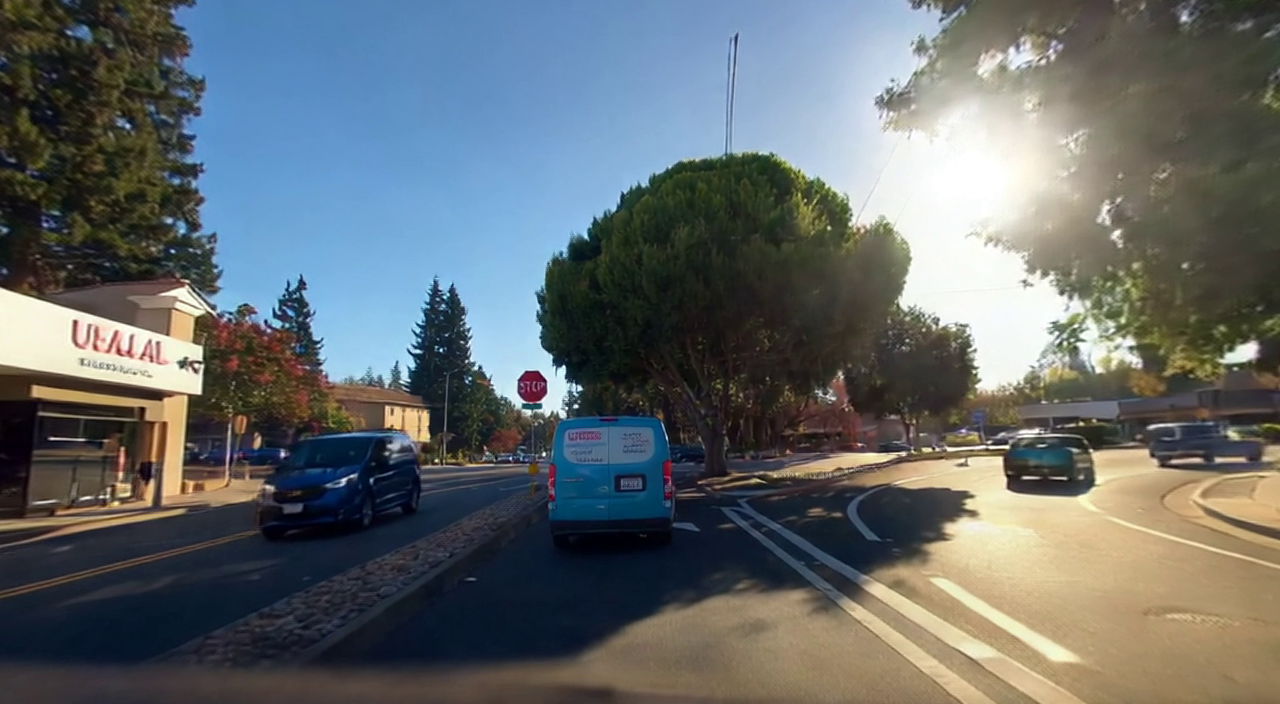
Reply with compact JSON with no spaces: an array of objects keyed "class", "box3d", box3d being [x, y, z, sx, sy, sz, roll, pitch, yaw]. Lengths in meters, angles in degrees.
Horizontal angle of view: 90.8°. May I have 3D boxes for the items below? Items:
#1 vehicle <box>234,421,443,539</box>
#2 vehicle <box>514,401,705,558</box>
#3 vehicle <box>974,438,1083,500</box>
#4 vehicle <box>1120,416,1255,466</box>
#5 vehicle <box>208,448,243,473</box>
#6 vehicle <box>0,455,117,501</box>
[{"class":"vehicle","box3d":[-5.176,2.237,11.703,1.985,1.710,4.651,1,-9,-6]},{"class":"vehicle","box3d":[-0.295,1.846,9.768,2.237,1.828,4.546,0,-9,2]},{"class":"vehicle","box3d":[11.147,3.240,17.971,2.079,1.504,4.828,-6,-11,36]},{"class":"vehicle","box3d":[23.260,3.790,26.850,4.946,1.973,2.204,4,-9,-23]},{"class":"vehicle","box3d":[-29.925,7.801,45.700,1.913,1.682,4.120,5,-10,-32]},{"class":"vehicle","box3d":[-21.393,4.394,22.363,2.038,1.392,4.362,0,-9,-1]}]
